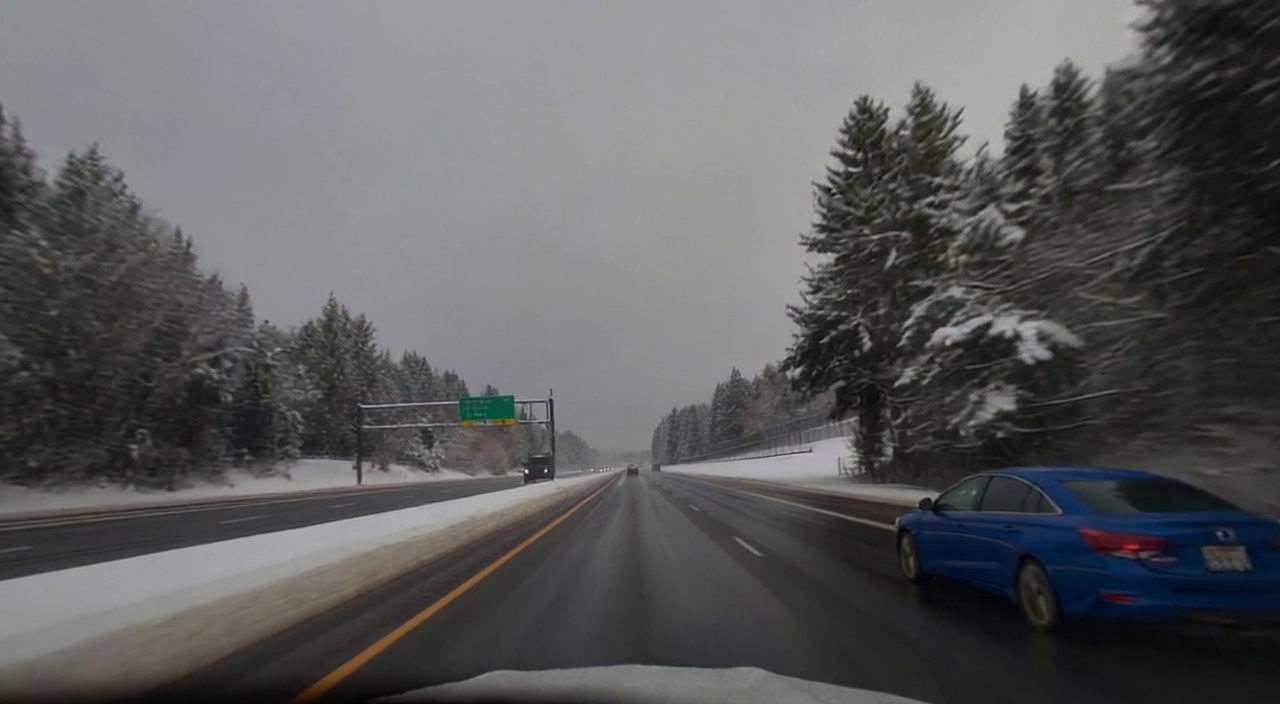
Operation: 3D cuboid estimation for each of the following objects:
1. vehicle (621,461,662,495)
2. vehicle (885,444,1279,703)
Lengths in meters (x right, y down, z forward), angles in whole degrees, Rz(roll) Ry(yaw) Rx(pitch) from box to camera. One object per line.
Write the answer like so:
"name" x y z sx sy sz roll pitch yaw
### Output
"vehicle" 0.025 6.643 33.253 2.037 1.605 3.833 1 -11 -1
"vehicle" 4.047 1.690 5.716 1.938 1.494 4.032 1 -11 -1
